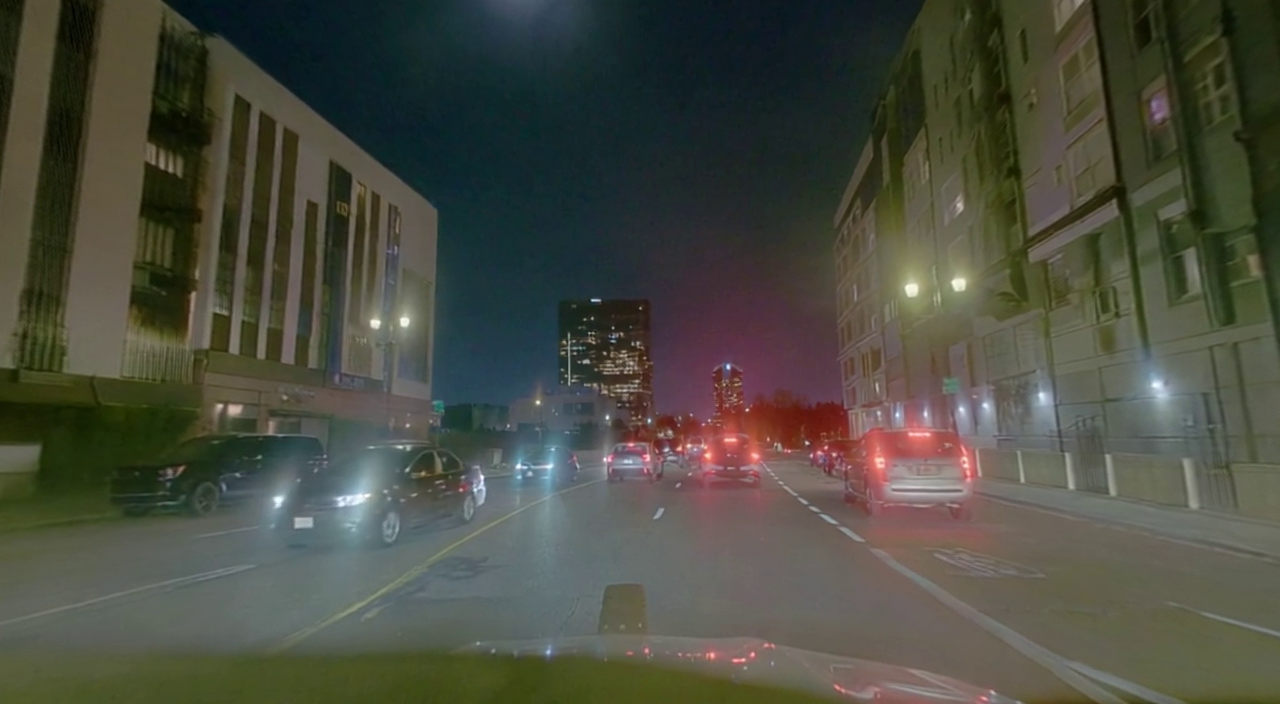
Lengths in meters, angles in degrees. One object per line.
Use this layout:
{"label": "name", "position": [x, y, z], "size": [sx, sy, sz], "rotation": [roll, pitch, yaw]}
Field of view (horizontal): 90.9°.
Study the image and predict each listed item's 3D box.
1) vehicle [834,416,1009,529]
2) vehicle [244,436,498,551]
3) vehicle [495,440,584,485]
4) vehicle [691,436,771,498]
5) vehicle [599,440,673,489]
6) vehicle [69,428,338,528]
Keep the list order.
{"label": "vehicle", "position": [5.200, 2.255, 12.424], "size": [2.088, 1.775, 4.454], "rotation": [-2, -9, 10]}
{"label": "vehicle", "position": [-4.062, 2.196, 10.635], "size": [2.028, 1.478, 4.682], "rotation": [0, -8, 3]}
{"label": "vehicle", "position": [-3.741, 4.215, 24.407], "size": [2.086, 1.565, 4.281], "rotation": [-1, -9, 10]}
{"label": "vehicle", "position": [2.623, 3.199, 17.971], "size": [1.982, 1.510, 4.144], "rotation": [-1, -8, 9]}
{"label": "vehicle", "position": [-0.032, 3.676, 20.966], "size": [2.031, 1.461, 3.763], "rotation": [-1, -8, 6]}
{"label": "vehicle", "position": [-9.469, 2.737, 14.425], "size": [2.070, 1.854, 4.985], "rotation": [-1, -8, 9]}
